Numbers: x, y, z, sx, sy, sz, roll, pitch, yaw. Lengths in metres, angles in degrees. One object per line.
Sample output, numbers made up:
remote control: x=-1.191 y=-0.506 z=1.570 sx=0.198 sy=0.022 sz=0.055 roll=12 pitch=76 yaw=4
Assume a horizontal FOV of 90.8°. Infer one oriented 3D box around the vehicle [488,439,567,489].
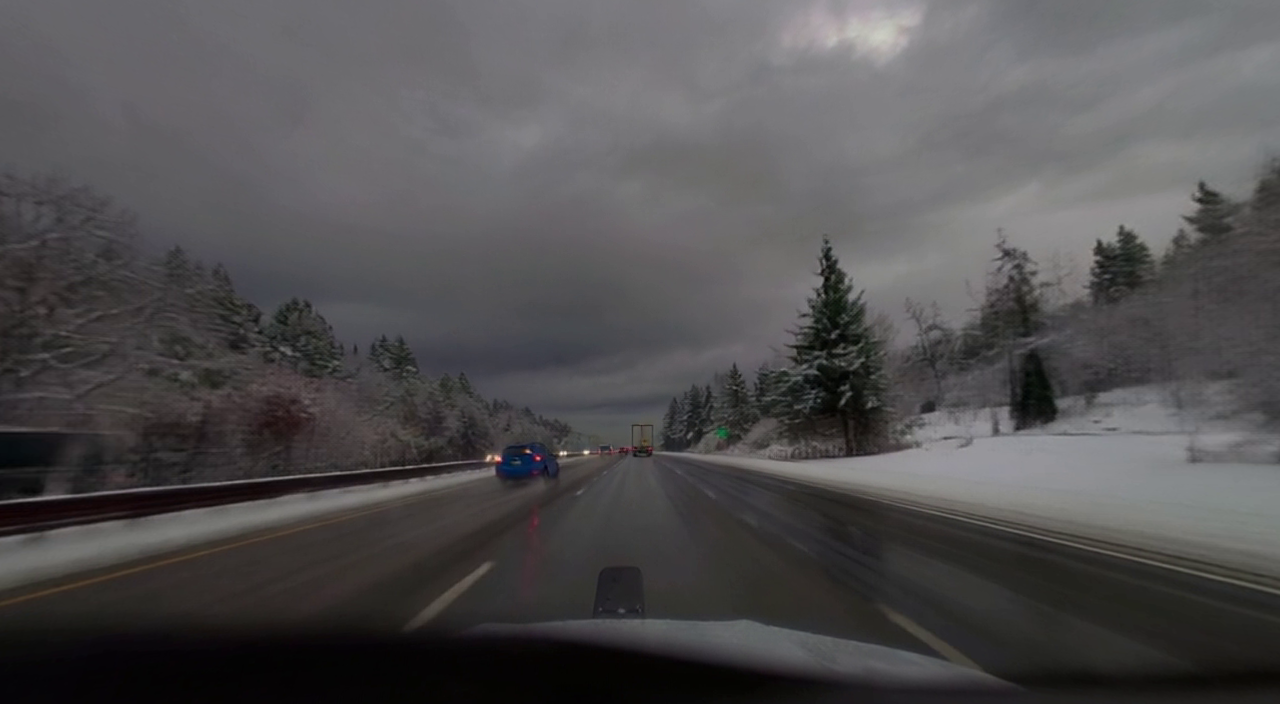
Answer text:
vehicle: x=-3.825 y=3.890 z=22.143 sx=2.018 sy=1.548 sz=3.849 roll=0 pitch=-9 yaw=0
